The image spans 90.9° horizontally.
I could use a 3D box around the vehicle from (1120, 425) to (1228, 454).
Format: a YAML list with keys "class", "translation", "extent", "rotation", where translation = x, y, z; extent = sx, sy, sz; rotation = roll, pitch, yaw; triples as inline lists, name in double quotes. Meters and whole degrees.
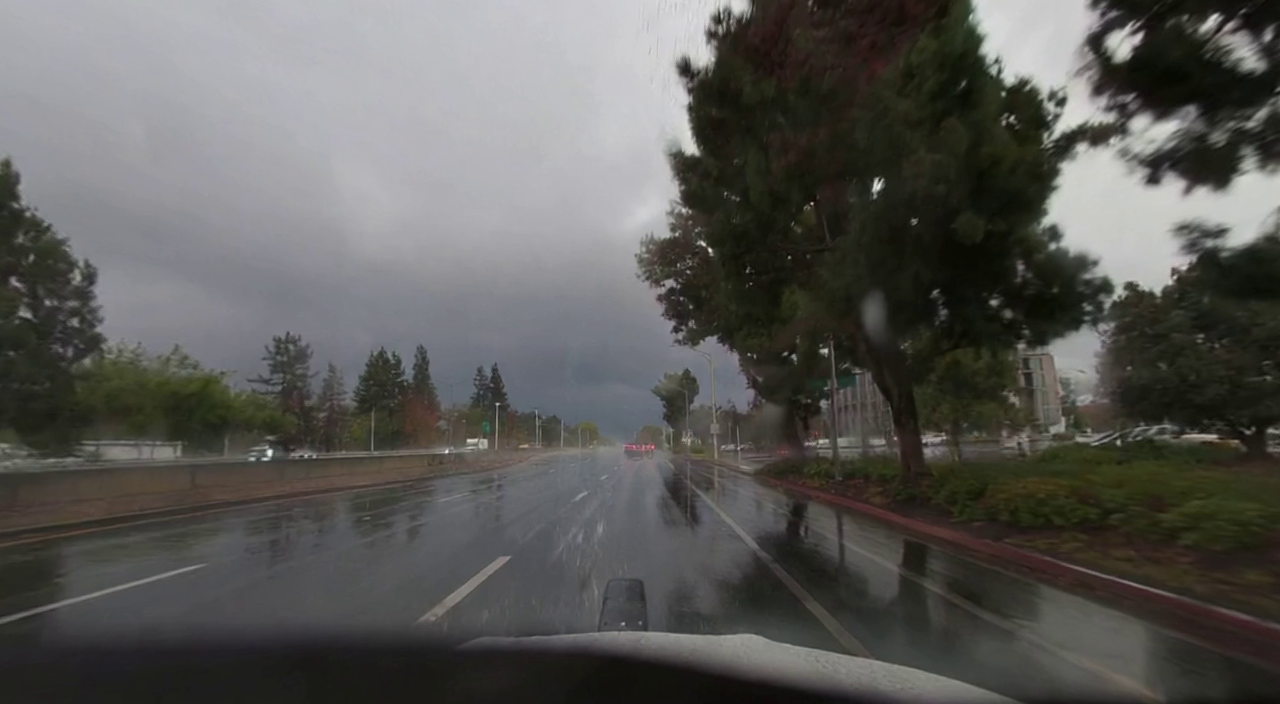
- class: "vehicle"
  translation: [34.374, 5.662, 40.697]
  extent: [4.863, 1.801, 2.160]
  rotation: [-1, -8, 3]
